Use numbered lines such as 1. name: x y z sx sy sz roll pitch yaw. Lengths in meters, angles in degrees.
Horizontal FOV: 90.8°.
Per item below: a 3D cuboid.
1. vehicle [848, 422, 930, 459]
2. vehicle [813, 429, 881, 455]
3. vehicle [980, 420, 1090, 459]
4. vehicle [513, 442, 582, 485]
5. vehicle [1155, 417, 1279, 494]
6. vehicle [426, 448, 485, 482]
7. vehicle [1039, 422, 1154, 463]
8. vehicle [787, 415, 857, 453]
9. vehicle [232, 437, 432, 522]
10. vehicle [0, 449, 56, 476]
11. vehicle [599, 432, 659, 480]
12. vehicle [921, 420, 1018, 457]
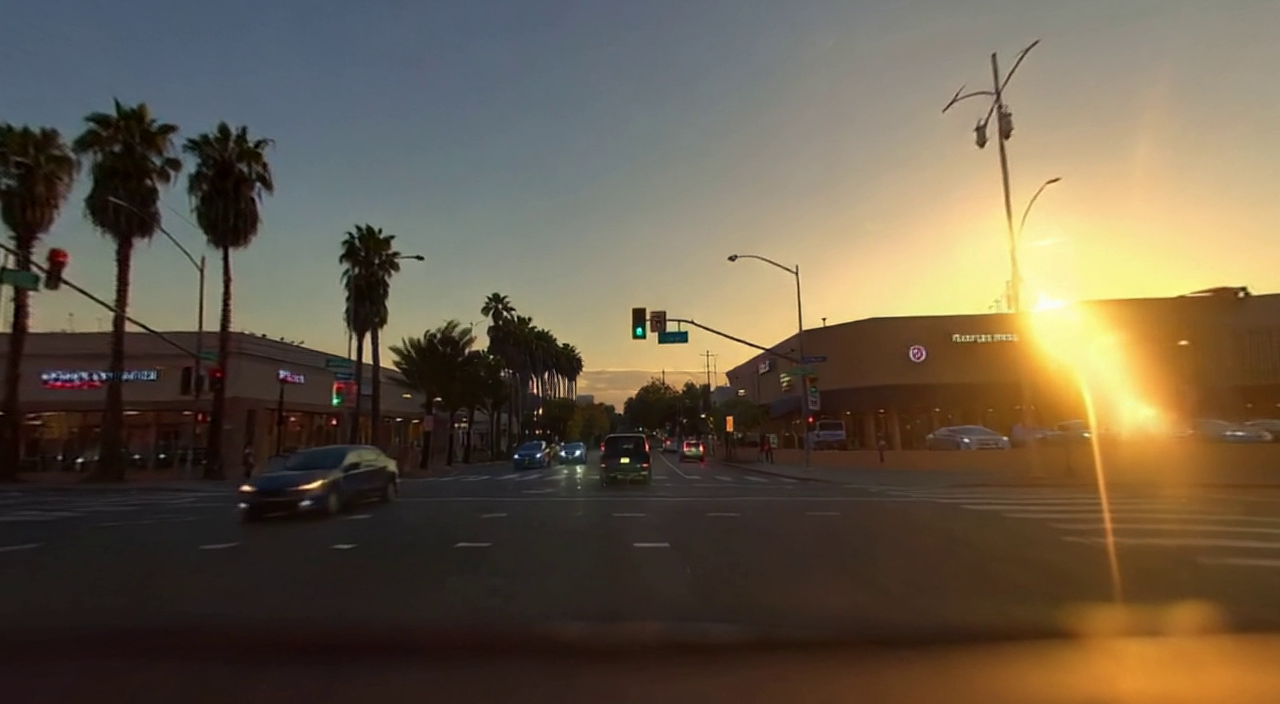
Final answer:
1. vehicle: 11.562 4.188 29.671 1.899 1.550 4.531 -1 -9 -1
2. vehicle: 11.486 5.075 35.356 2.598 1.299 3.611 -1 -10 0
3. vehicle: 16.789 3.771 27.143 1.850 1.509 4.297 0 -9 -1
4. vehicle: -3.450 4.251 24.411 1.921 1.491 4.332 0 -9 1
5. vehicle: 15.962 2.514 15.564 4.583 1.741 2.117 -1 -9 1
6. vehicle: -9.331 5.734 32.269 1.866 1.541 3.953 -2 -9 0
7. vehicle: 19.363 3.818 27.048 1.865 1.473 3.989 1 -5 -3
8. vehicle: 11.448 5.300 40.222 2.652 2.045 5.359 -3 -9 -1
9. vehicle: -6.373 2.688 13.863 2.032 1.508 4.661 0 -9 0
10. vehicle: -40.413 7.202 40.825 1.615 1.455 3.501 -8 -5 27
11. vehicle: -0.477 4.316 26.280 2.264 1.798 4.531 0 -9 -1
12. vehicle: 14.258 3.833 27.664 1.797 1.443 4.451 -1 -9 -1
